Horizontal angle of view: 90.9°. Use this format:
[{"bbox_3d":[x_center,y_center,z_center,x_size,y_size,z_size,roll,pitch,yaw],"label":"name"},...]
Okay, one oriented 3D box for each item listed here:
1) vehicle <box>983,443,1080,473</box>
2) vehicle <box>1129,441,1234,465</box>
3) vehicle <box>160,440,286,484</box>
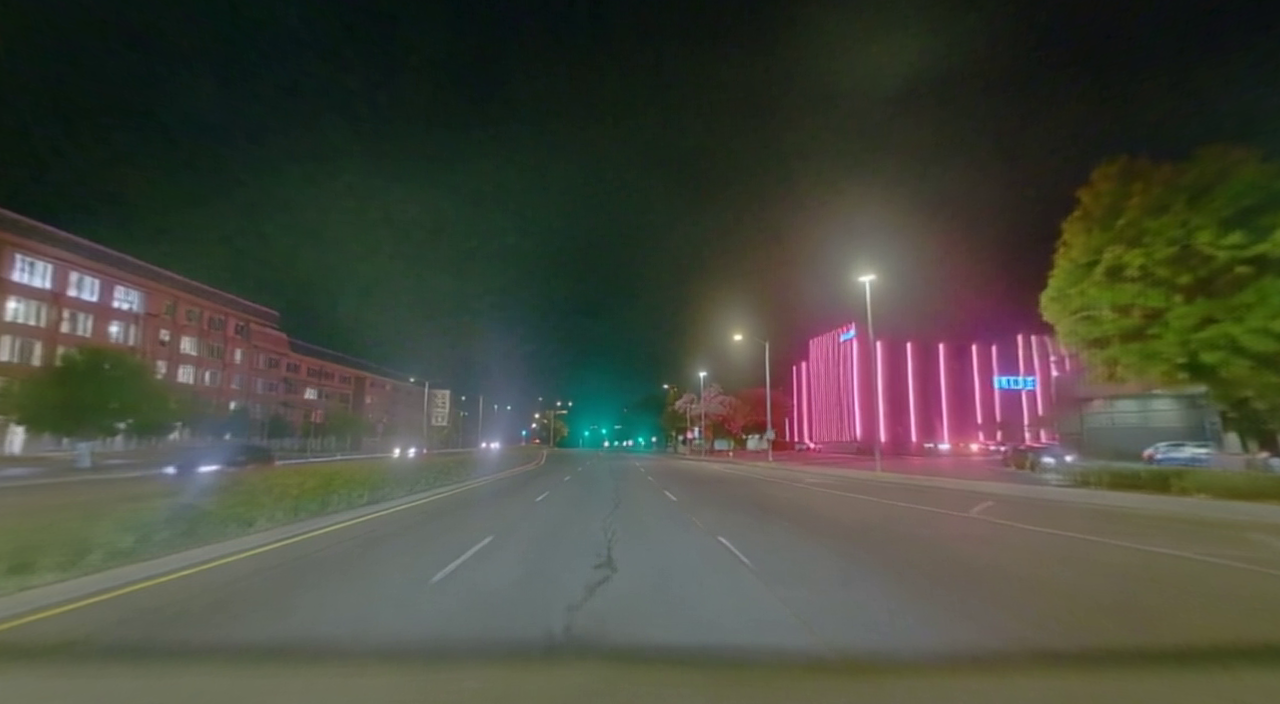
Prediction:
[{"bbox_3d":[18.795,5.089,30.352,3.492,1.379,1.734,0,-9,-4],"label":"vehicle"},{"bbox_3d":[33.345,6.209,38.912,4.490,1.425,2.022,-1,-9,3],"label":"vehicle"},{"bbox_3d":[-15.760,4.164,24.136,1.996,1.513,4.278,0,-8,-2],"label":"vehicle"}]
